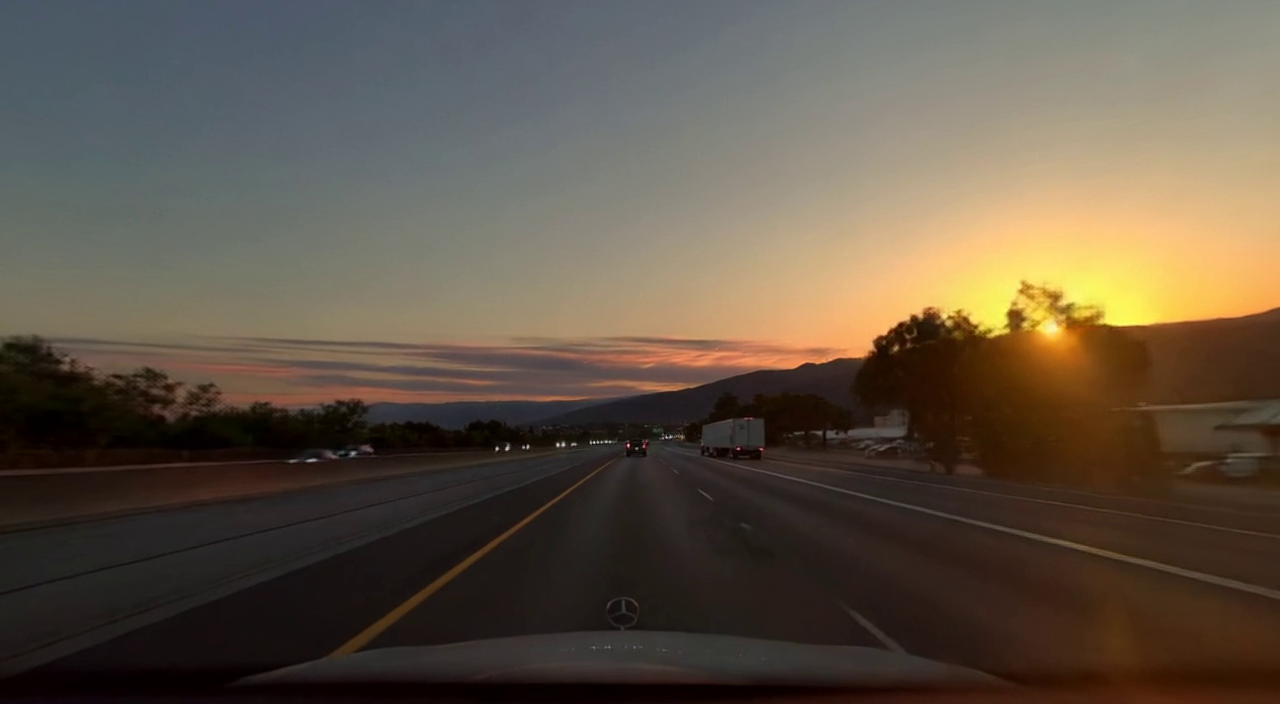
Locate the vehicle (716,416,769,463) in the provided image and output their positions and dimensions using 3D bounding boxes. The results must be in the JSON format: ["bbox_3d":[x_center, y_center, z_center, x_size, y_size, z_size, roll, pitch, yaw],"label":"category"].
[{"bbox_3d":[7.595,6.646,47.729,2.793,3.204,7.997,0,-8,1],"label":"vehicle"}]

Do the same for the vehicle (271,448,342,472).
[{"bbox_3d":[-21.778,7.043,41.486,1.972,1.477,4.776,0,-8,1],"label":"vehicle"}]
